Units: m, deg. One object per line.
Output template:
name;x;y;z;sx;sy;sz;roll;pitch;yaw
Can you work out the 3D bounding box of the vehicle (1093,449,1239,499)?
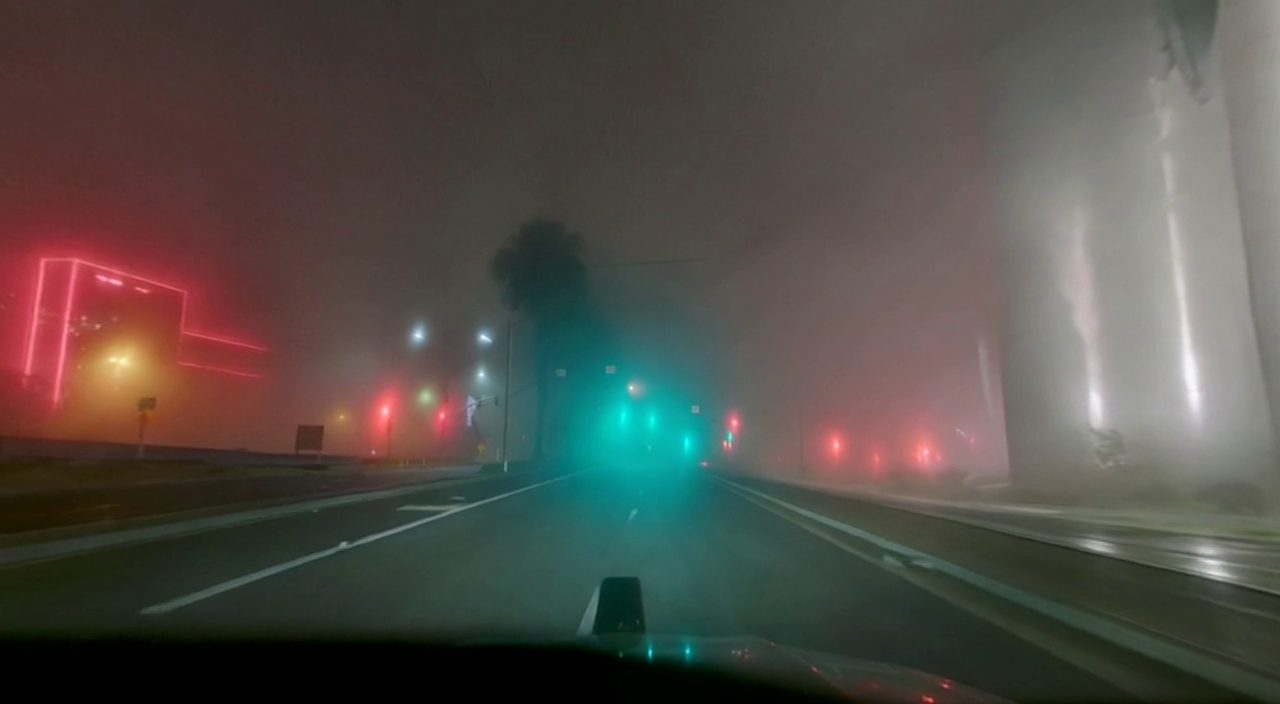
vehicle;28.988;6.913;35.115;2.599;2.380;6.013;-1;-14;-2
